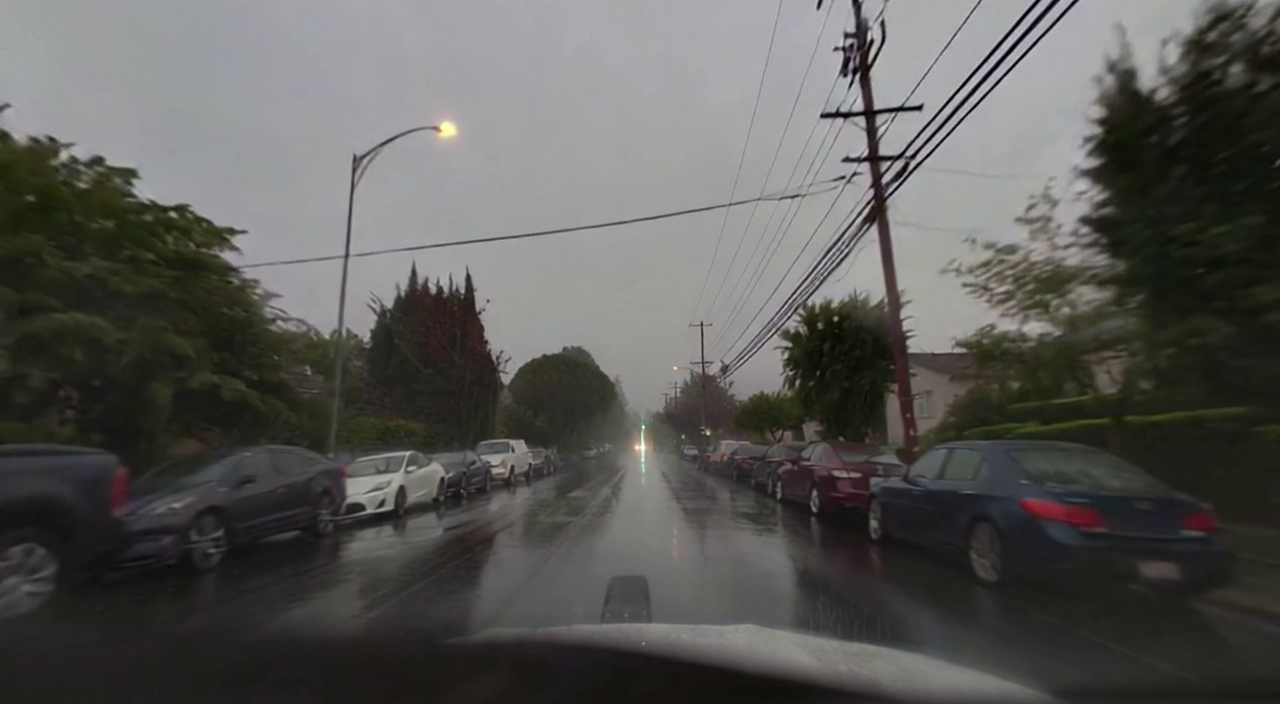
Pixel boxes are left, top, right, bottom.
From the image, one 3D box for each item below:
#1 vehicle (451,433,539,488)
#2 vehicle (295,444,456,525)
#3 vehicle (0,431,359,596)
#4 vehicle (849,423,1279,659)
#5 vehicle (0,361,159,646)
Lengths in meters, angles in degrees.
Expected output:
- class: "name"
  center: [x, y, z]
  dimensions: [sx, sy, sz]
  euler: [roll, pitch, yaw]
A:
- class: "vehicle"
  center: [-5.583, 4.241, 25.085]
  dimensions: [2.052, 1.916, 5.084]
  euler: [0, -8, 3]
- class: "vehicle"
  center: [-5.724, 2.873, 14.324]
  dimensions: [1.752, 1.494, 4.274]
  euler: [0, -8, 1]
- class: "vehicle"
  center: [-5.867, 1.962, 8.796]
  dimensions: [1.818, 1.683, 4.364]
  euler: [0, -7, 1]
- class: "vehicle"
  center: [4.007, 1.594, 6.575]
  dimensions: [1.871, 1.522, 4.746]
  euler: [0, -9, -2]
- class: "vehicle"
  center: [-5.776, 0.850, 2.847]
  dimensions: [2.384, 1.992, 5.965]
  euler: [-2, -9, 2]
